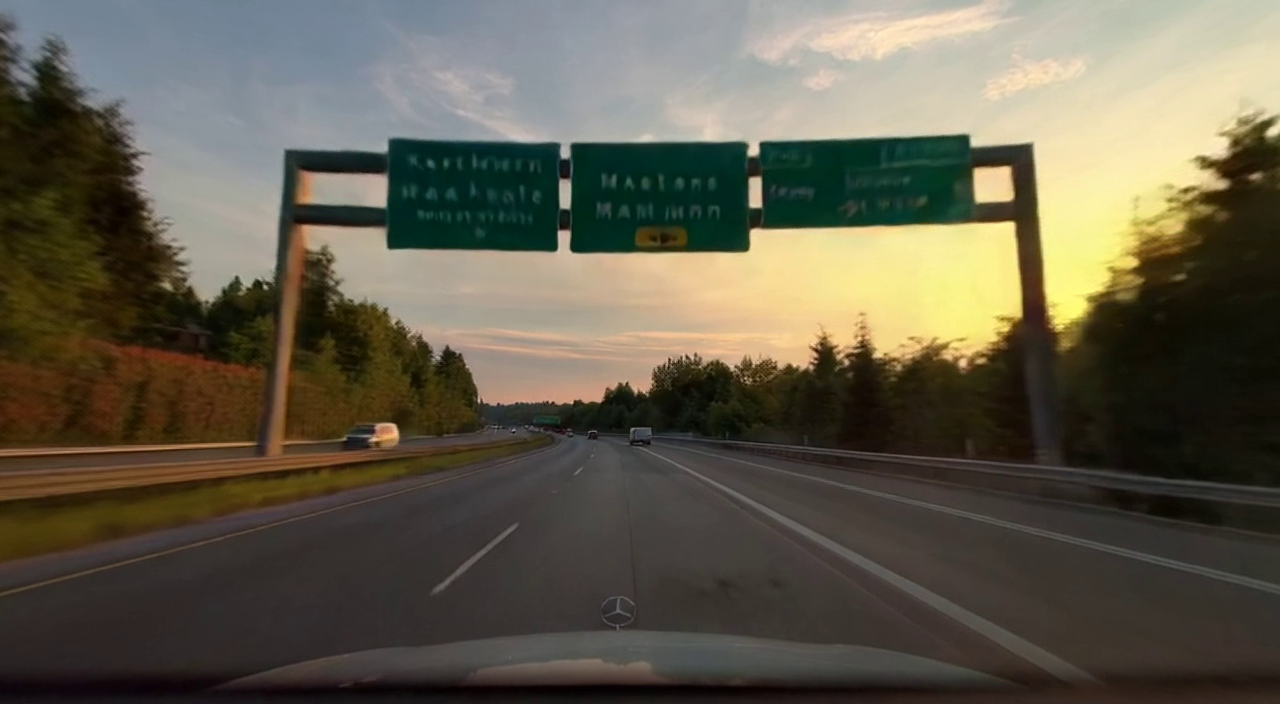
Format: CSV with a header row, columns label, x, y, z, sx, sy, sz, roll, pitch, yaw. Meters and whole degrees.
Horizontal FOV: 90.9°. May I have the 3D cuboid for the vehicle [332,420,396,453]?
label,x,y,z,sx,sy,sz,roll,pitch,yaw
vehicle,-17.380,5.365,39.976,2.067,1.971,4.840,0,-8,-2
